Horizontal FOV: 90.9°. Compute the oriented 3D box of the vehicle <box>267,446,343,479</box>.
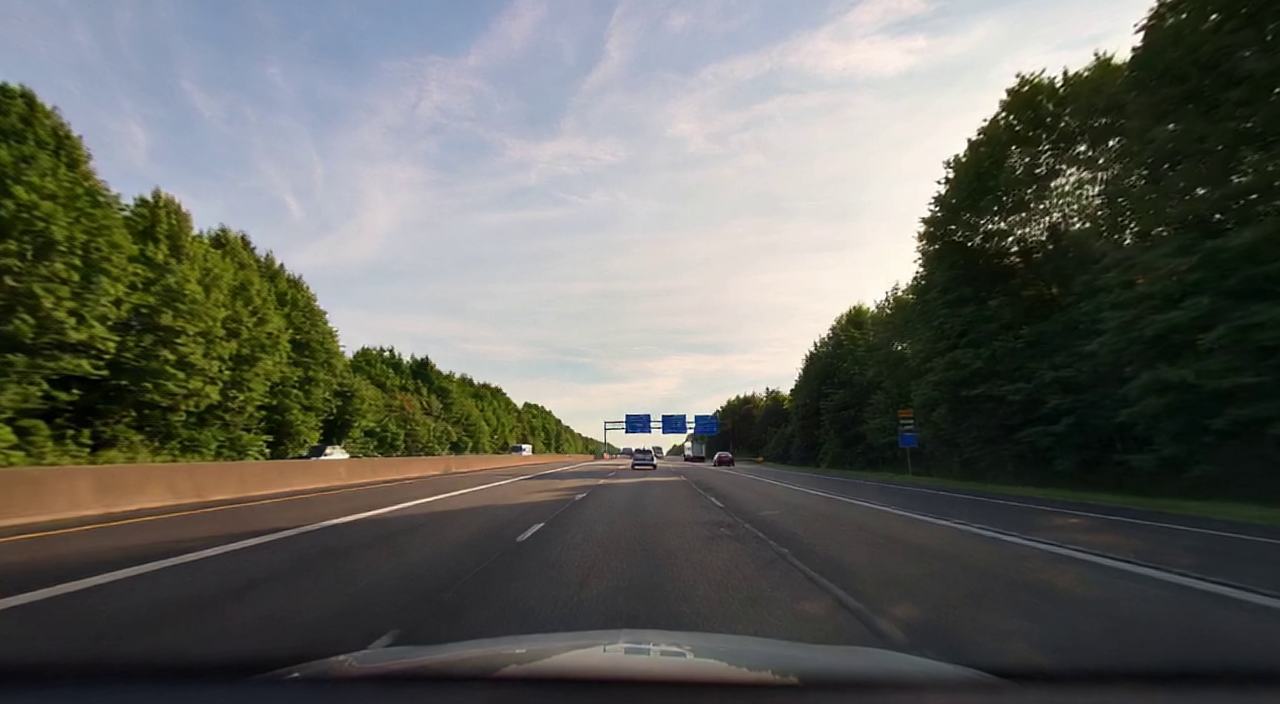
[{"bbox_3d":[-22.015,7.272,41.696,2.304,2.014,4.802,0,-9,1],"label":"vehicle"}]

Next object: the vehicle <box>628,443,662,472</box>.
[{"bbox_3d":[0.319,7.096,42.403,2.167,1.847,4.097,0,-9,0],"label":"vehicle"}]
